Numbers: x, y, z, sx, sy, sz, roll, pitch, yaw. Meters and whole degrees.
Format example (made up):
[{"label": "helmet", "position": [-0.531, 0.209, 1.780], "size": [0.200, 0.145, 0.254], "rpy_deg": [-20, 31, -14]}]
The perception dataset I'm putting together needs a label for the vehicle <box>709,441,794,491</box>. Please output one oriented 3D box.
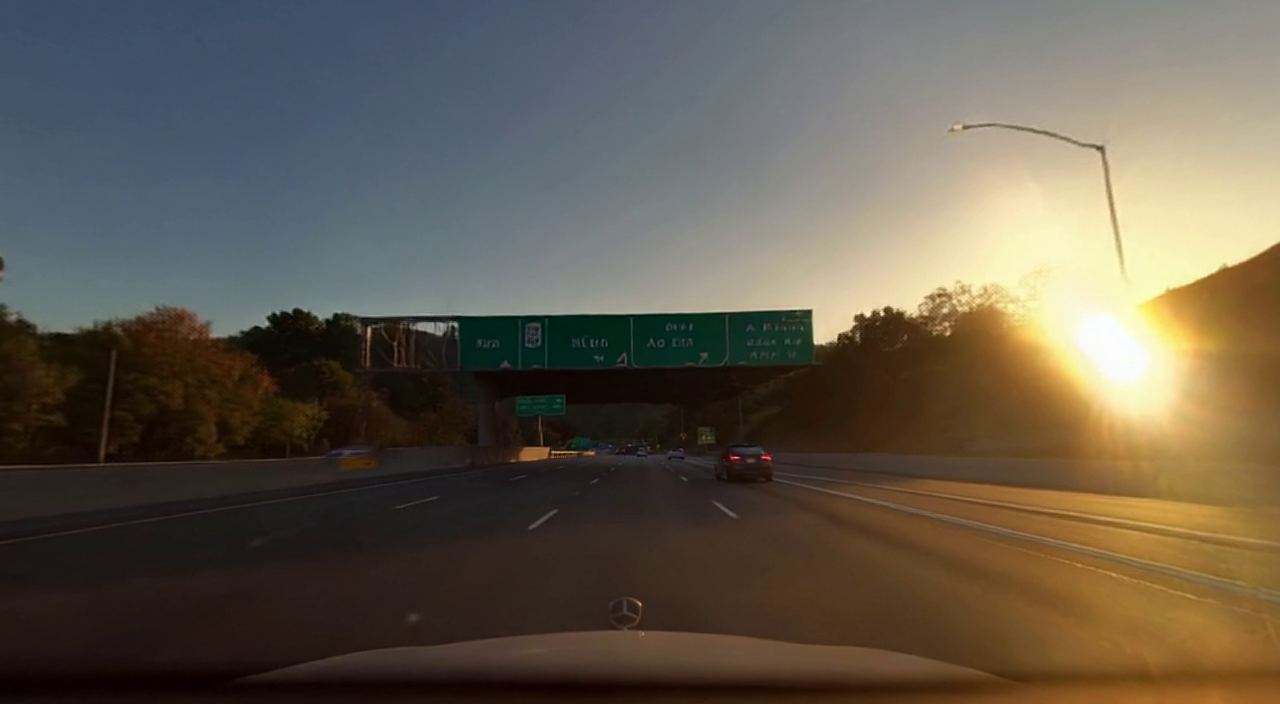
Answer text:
[{"label": "vehicle", "position": [3.645, 3.830, 21.456], "size": [2.033, 1.501, 4.398], "rpy_deg": [0, -9, -1]}]
